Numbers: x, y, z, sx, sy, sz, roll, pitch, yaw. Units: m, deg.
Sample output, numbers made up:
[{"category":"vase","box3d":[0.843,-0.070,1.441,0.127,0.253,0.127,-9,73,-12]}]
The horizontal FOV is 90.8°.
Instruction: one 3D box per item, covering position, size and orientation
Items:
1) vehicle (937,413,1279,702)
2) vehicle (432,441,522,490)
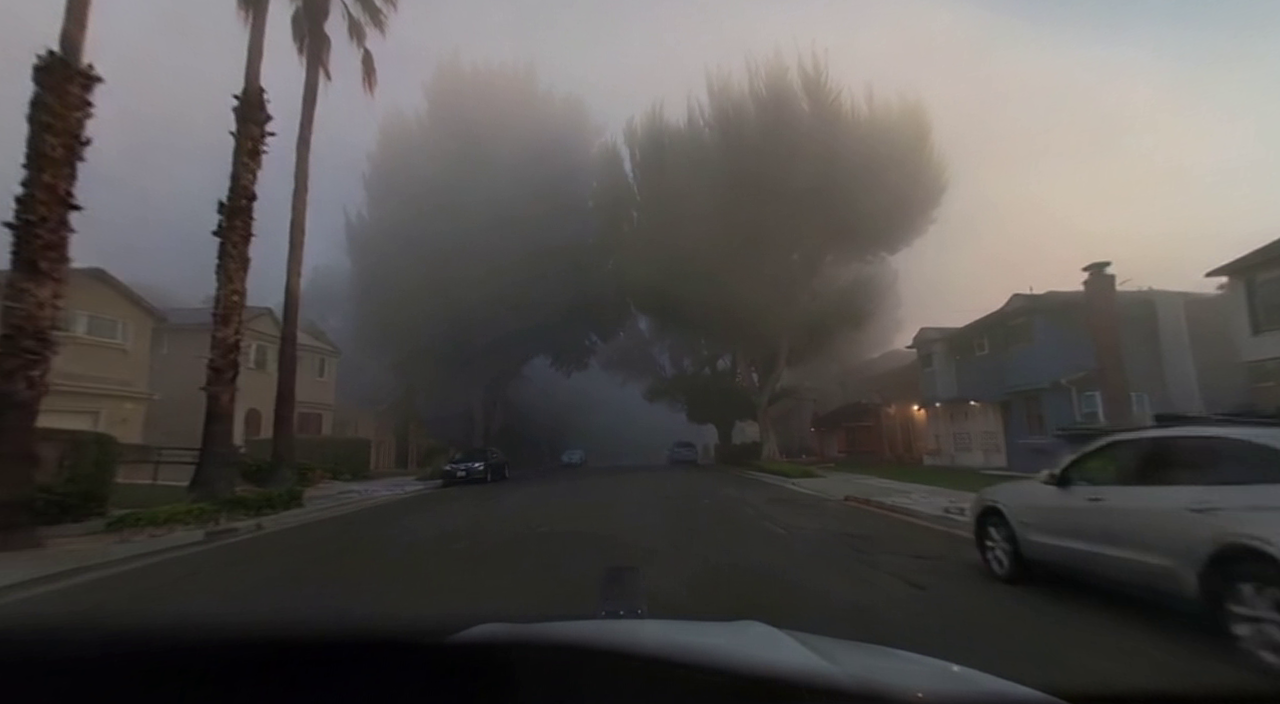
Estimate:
[{"category":"vehicle","box3d":[4.433,1.325,4.849,1.991,1.554,4.501,0,-8,-2]},{"category":"vehicle","box3d":[-5.726,4.006,22.859,2.079,1.486,4.877,-2,-8,-2]}]
